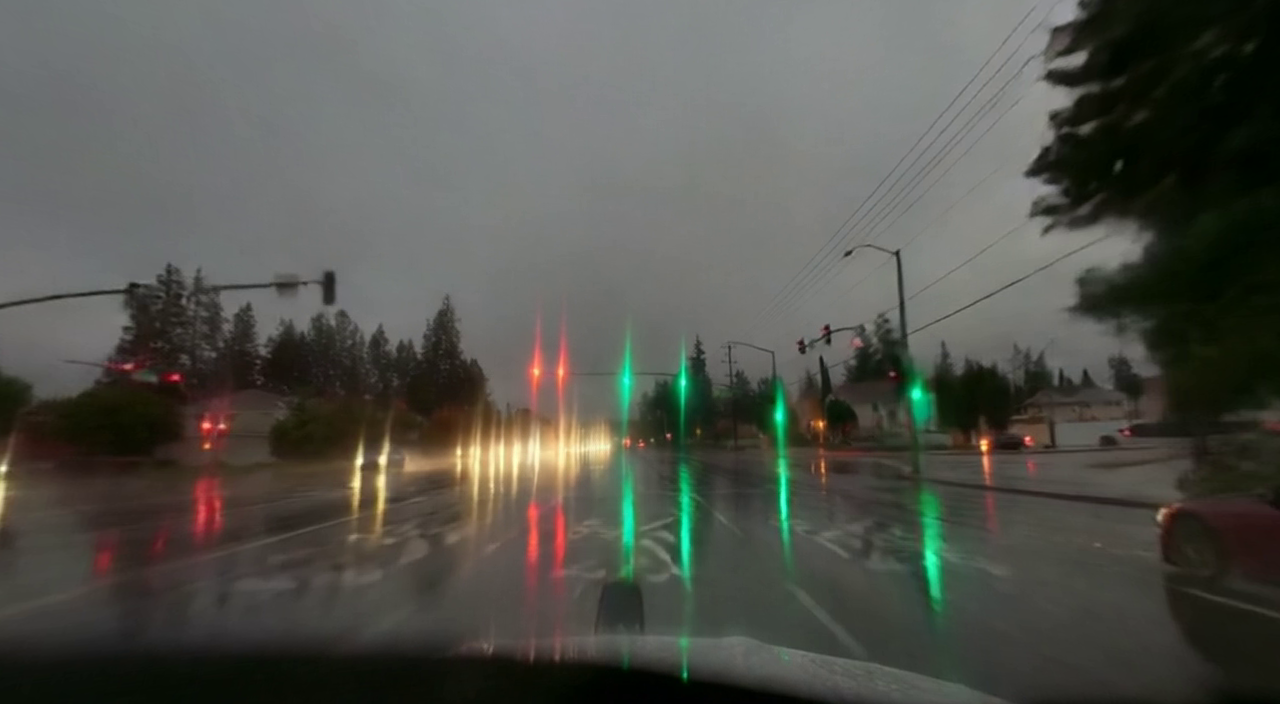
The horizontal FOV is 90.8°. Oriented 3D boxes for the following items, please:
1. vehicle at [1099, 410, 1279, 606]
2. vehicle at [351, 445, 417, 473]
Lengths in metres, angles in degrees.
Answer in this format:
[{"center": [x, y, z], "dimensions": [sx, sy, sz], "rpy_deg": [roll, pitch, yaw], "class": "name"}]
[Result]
[{"center": [6.061, 1.150, 4.469], "dimensions": [2.113, 1.520, 4.650], "rpy_deg": [0, -8, 0], "class": "vehicle"}, {"center": [-14.943, 6.255, 37.165], "dimensions": [2.013, 1.503, 4.682], "rpy_deg": [0, -8, -1], "class": "vehicle"}]
